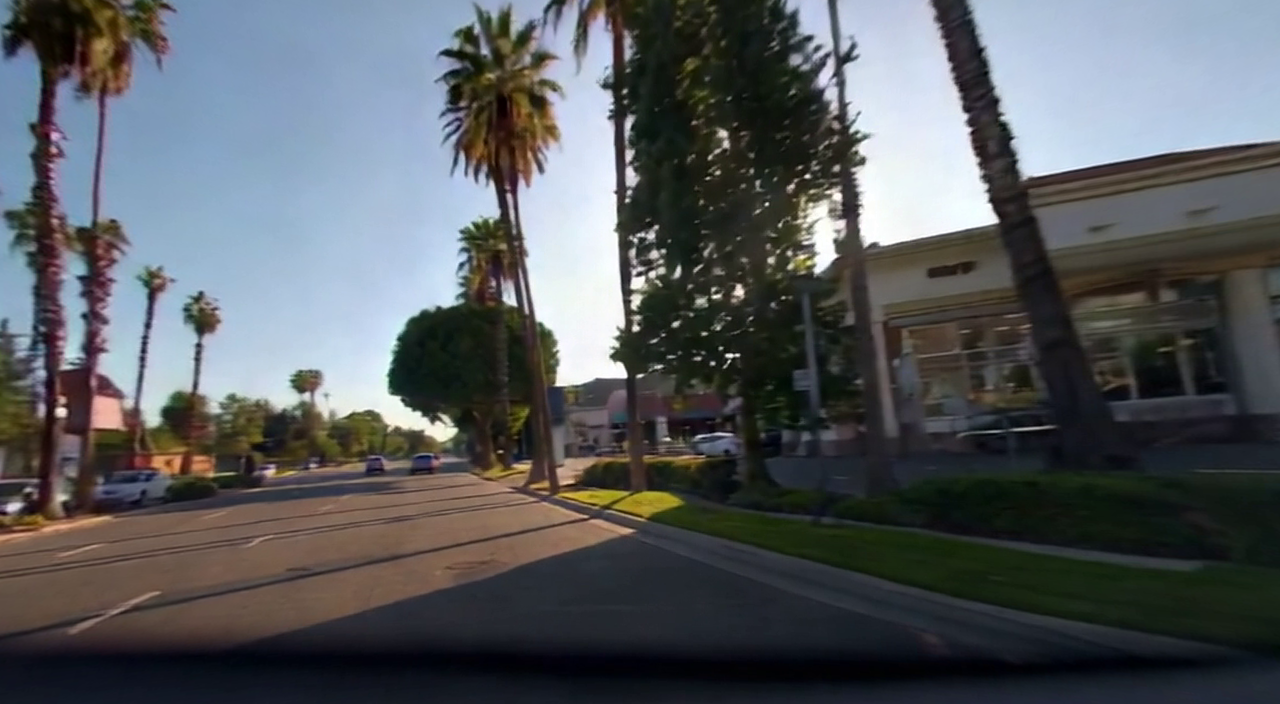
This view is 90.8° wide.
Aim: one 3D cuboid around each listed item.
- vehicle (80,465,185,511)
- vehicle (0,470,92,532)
[{"bbox_3d":[-24.189,6.456,30.399,2.306,1.807,4.927,3,-9,-19],"label":"vehicle"},{"bbox_3d":[-20.835,4.878,21.061,2.199,1.696,4.440,3,-9,-18],"label":"vehicle"}]
